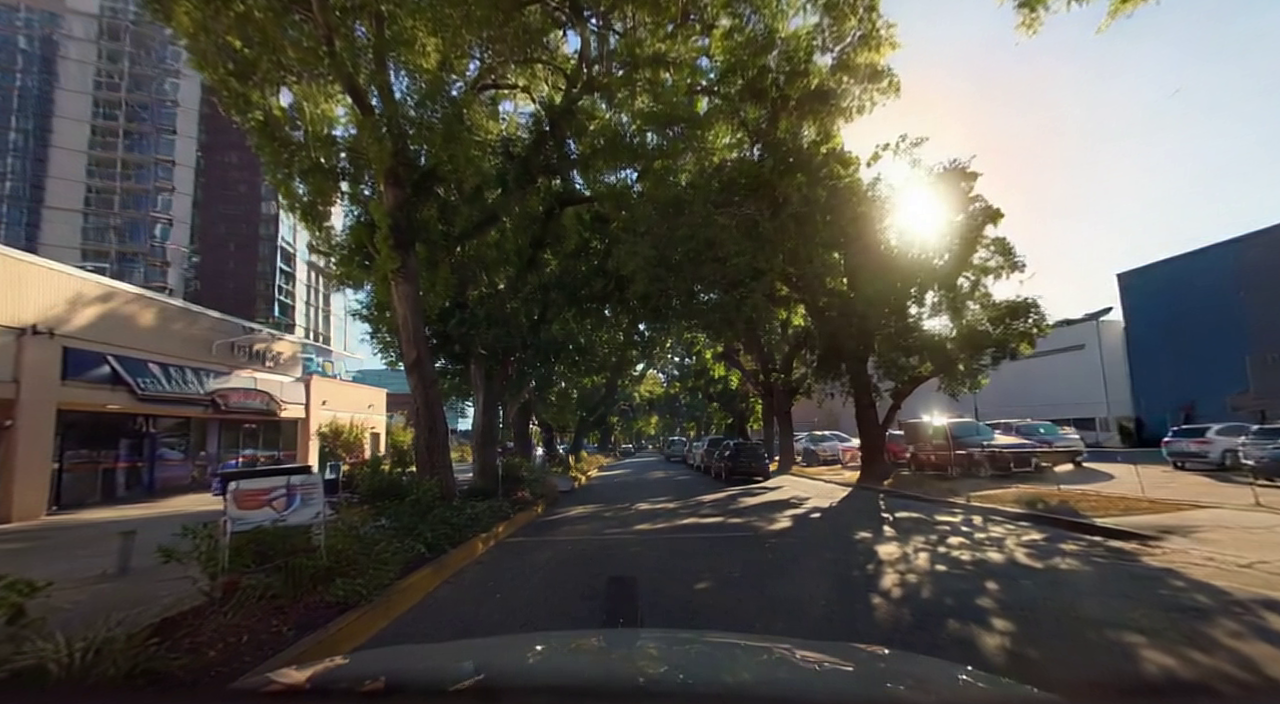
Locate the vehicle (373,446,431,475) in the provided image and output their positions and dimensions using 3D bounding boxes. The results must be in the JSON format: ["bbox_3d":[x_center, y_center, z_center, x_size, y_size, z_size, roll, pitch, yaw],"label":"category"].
[{"bbox_3d":[-15.096,6.875,40.378,1.888,1.657,4.138,-1,-8,3],"label":"vehicle"}]

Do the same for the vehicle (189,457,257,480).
[{"bbox_3d":[-29.446,8.227,44.760,1.849,1.444,4.533,0,-9,-2],"label":"vehicle"}]

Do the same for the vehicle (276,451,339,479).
[{"bbox_3d":[-20.951,7.117,39.988,1.880,1.617,3.870,0,-8,0],"label":"vehicle"}]

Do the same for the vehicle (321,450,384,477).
[{"bbox_3d":[-17.939,6.944,39.638,1.850,1.531,4.256,0,-8,2],"label":"vehicle"}]

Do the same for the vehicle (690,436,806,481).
[{"bbox_3d":[4.519,4.368,26.218,4.626,1.723,1.939,5,-10,-33],"label":"vehicle"}]

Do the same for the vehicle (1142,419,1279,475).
[{"bbox_3d":[25.083,4.031,26.884,5.596,2.168,2.307,2,-7,-5],"label":"vehicle"}]

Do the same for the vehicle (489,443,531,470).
[{"bbox_3d":[-8.622,6.935,42.206,1.993,1.640,4.457,0,-8,-2],"label":"vehicle"}]

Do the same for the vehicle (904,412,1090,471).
[{"bbox_3d":[13.159,3.323,23.540,5.540,2.045,2.259,0,-8,-3],"label":"vehicle"}]
